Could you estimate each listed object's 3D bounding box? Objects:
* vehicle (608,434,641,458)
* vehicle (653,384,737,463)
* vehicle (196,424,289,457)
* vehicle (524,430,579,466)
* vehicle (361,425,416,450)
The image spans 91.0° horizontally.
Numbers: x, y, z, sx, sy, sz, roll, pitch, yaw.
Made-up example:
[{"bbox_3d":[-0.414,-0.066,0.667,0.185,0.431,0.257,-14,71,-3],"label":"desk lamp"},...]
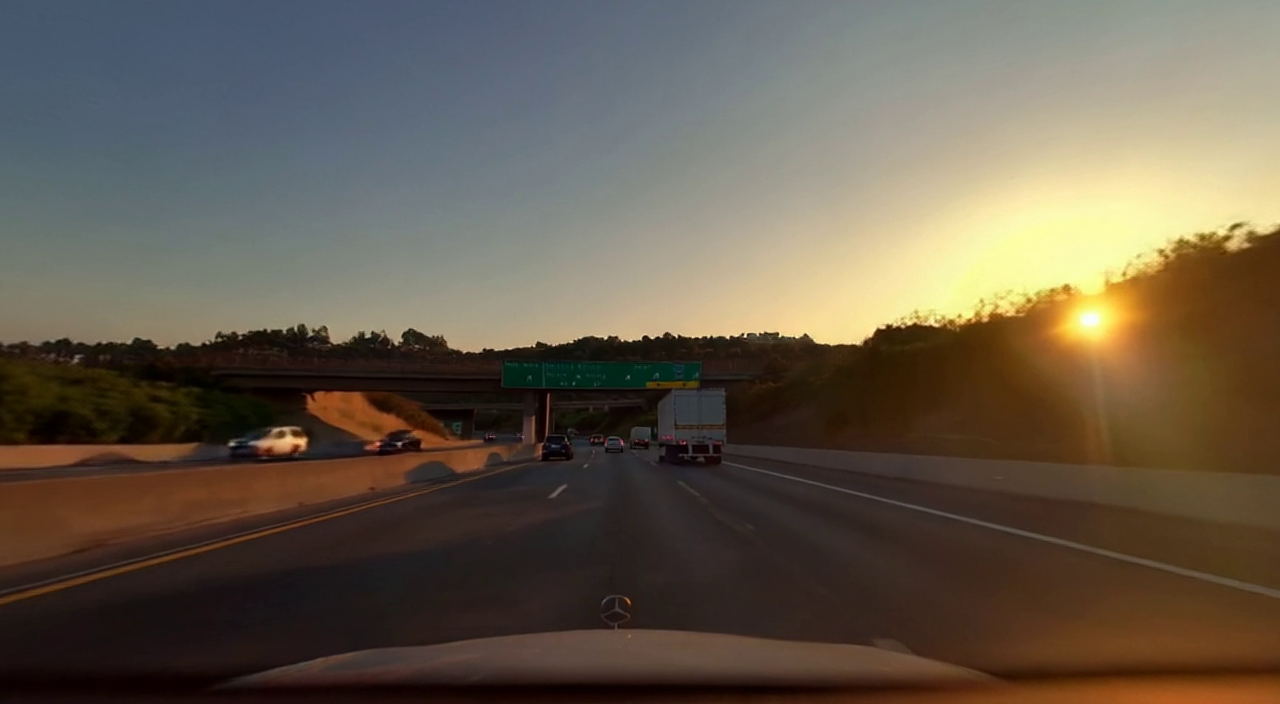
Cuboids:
[{"bbox_3d":[-1.109,6.445,43.114,2.125,1.542,3.816,0,-8,-3],"label":"vehicle"},{"bbox_3d":[2.972,4.629,39.261,3.301,4.034,13.722,0,-8,-3],"label":"vehicle"},{"bbox_3d":[-20.652,4.650,32.986,2.036,1.558,4.580,0,-8,-3],"label":"vehicle"},{"bbox_3d":[-4.535,5.000,32.905,2.377,1.747,4.703,0,-8,-2],"label":"vehicle"},{"bbox_3d":[-17.268,5.920,43.433,1.994,1.613,4.783,0,-8,-2],"label":"vehicle"}]
